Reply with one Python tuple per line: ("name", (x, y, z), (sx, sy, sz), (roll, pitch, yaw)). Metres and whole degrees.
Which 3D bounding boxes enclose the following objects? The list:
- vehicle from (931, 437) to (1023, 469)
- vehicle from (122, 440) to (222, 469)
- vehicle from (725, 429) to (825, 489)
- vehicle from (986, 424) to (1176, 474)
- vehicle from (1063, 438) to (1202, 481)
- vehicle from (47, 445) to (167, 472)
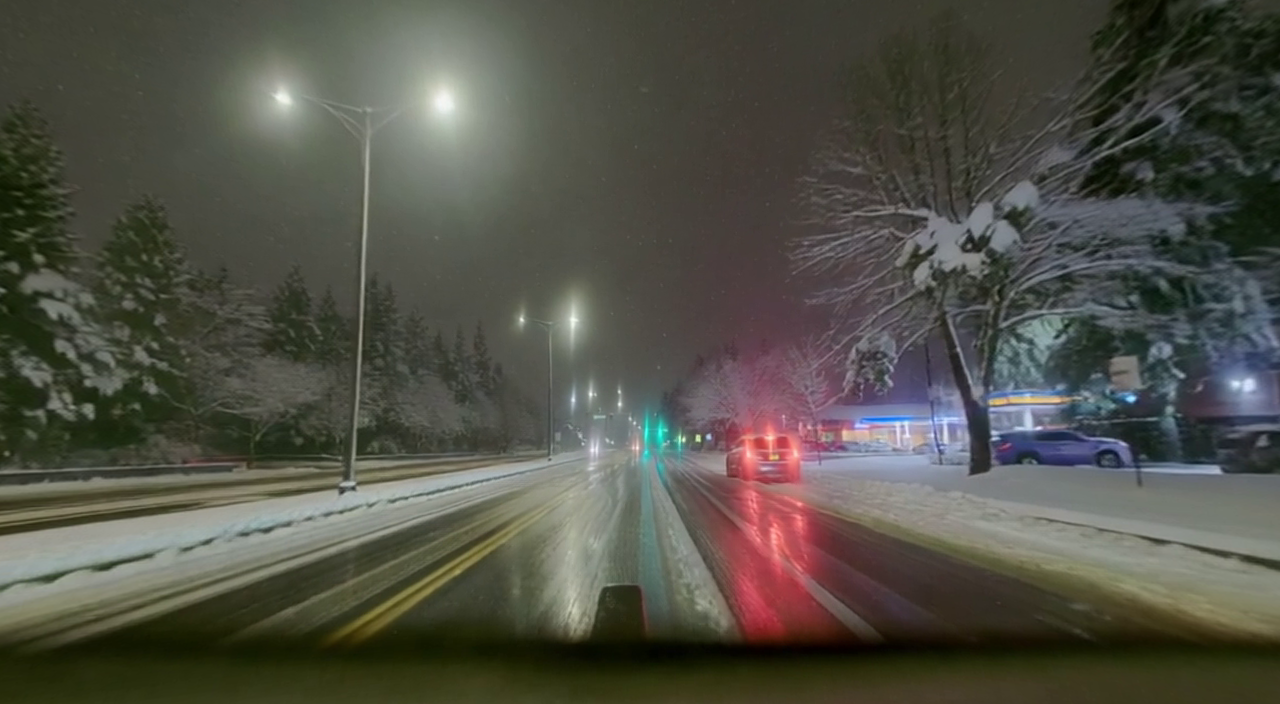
("vehicle", (15.998, 4.782, 30.090), (3.383, 1.393, 1.730), (1, -8, 3))
("vehicle", (-33.044, 7.287, 44.718), (5.259, 1.760, 2.094), (-2, -10, -3))
("vehicle", (4.586, 3.720, 22.405), (2.245, 1.864, 5.076), (0, -8, -2))
("vehicle", (16.702, 3.723, 24.184), (5.536, 1.705, 2.122), (-1, -9, 1))
("vehicle", (16.666, 3.641, 21.477), (3.269, 1.315, 1.731), (0, -9, -3))
("vehicle", (-33.023, 6.589, 39.256), (5.406, 1.627, 2.177), (0, -8, -1))
